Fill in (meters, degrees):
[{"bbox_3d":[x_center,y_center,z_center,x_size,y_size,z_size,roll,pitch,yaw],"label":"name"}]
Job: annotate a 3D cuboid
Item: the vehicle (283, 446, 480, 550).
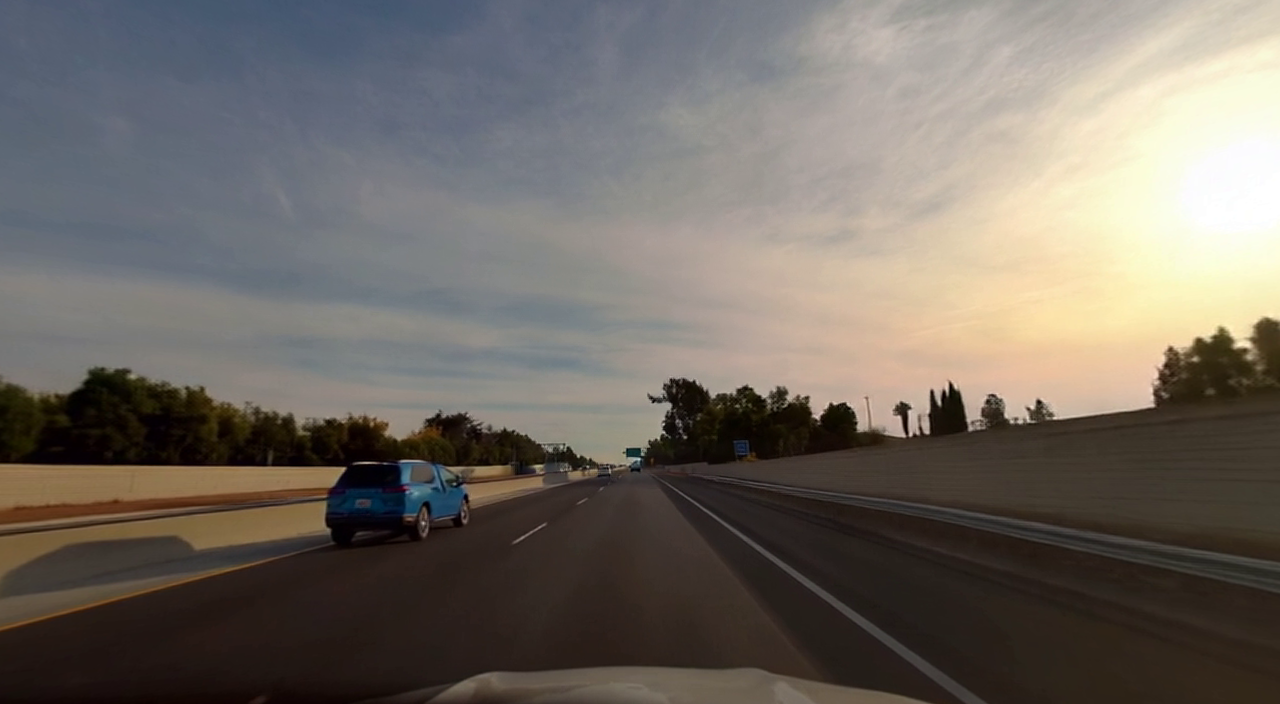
[{"bbox_3d":[-4.448,2.589,11.636,1.914,1.534,4.015,1,-10,0],"label":"vehicle"}]
